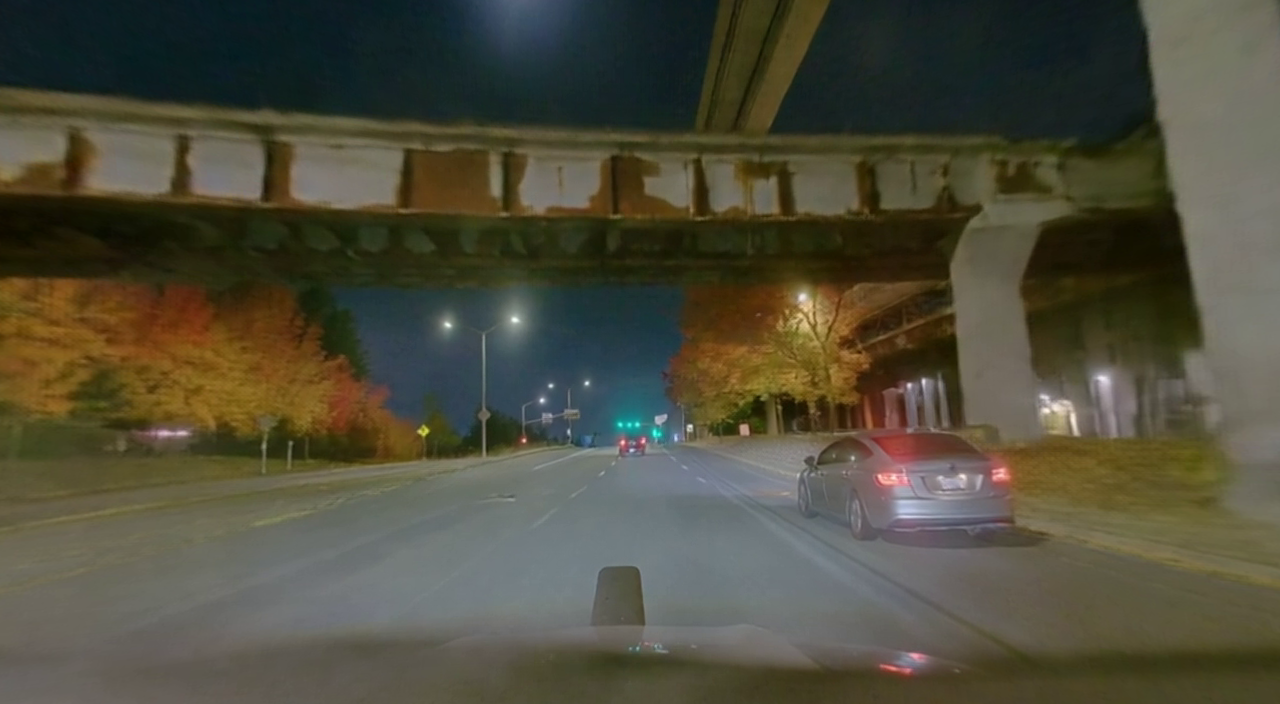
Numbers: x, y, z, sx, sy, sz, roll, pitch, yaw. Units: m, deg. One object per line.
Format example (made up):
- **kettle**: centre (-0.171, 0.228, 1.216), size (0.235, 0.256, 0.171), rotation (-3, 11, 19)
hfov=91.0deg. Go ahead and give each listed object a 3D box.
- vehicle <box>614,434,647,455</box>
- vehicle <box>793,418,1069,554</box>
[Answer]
- **vehicle**: centre (-0.738, 6.875, 46.711), size (2.055, 1.484, 4.143), rotation (1, -9, -6)
- **vehicle**: centre (3.917, 1.887, 9.560), size (2.063, 1.542, 4.420), rotation (0, -9, 0)
